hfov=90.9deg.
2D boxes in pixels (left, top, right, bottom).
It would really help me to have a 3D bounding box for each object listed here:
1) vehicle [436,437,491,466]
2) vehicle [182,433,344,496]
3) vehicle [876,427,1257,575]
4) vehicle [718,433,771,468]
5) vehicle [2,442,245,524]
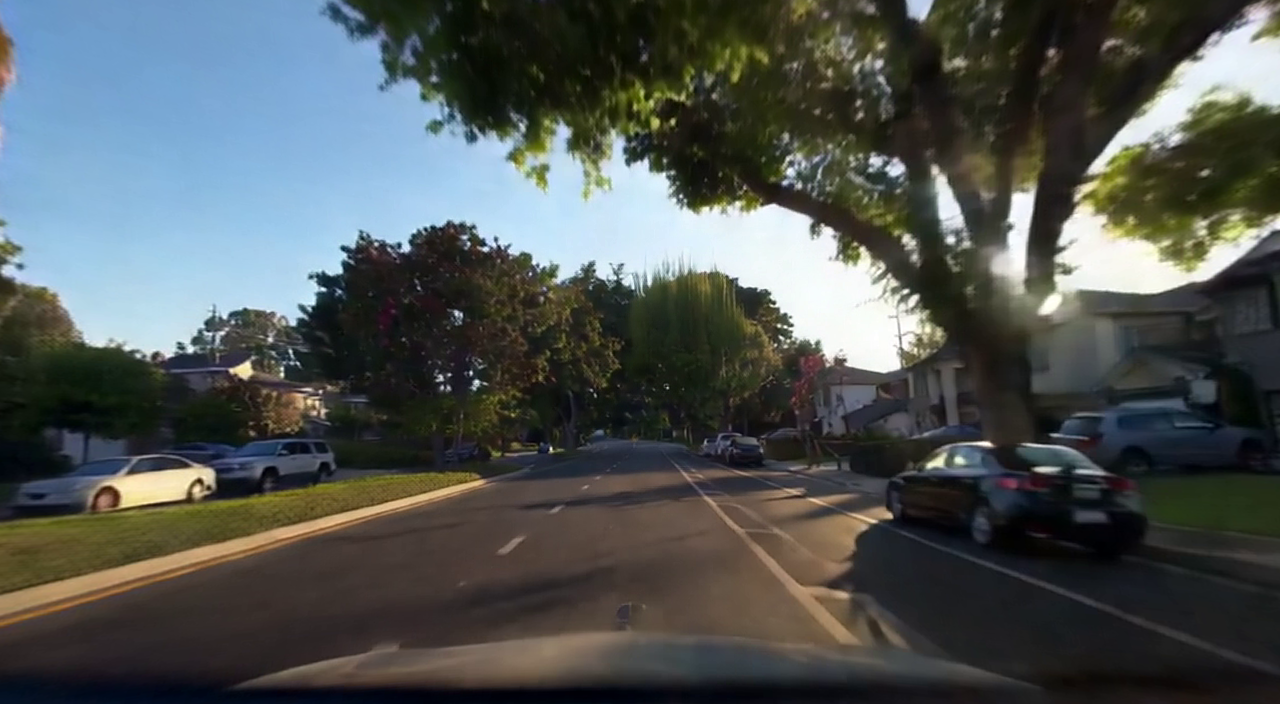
[{"bbox_3d":[-11.469,6.482,41.203,2.054,1.704,4.710,-3,-8,2],"label":"vehicle"},{"bbox_3d":[-11.967,3.587,20.524,2.228,1.766,4.770,0,-8,1],"label":"vehicle"},{"bbox_3d":[5.079,1.834,8.452,2.059,1.449,4.168,0,-9,-2],"label":"vehicle"},{"bbox_3d":[5.253,5.005,32.316,1.885,1.603,5.235,0,-8,1],"label":"vehicle"},{"bbox_3d":[-12.008,3.006,15.215,1.940,1.496,4.654,-2,-7,0],"label":"vehicle"}]
